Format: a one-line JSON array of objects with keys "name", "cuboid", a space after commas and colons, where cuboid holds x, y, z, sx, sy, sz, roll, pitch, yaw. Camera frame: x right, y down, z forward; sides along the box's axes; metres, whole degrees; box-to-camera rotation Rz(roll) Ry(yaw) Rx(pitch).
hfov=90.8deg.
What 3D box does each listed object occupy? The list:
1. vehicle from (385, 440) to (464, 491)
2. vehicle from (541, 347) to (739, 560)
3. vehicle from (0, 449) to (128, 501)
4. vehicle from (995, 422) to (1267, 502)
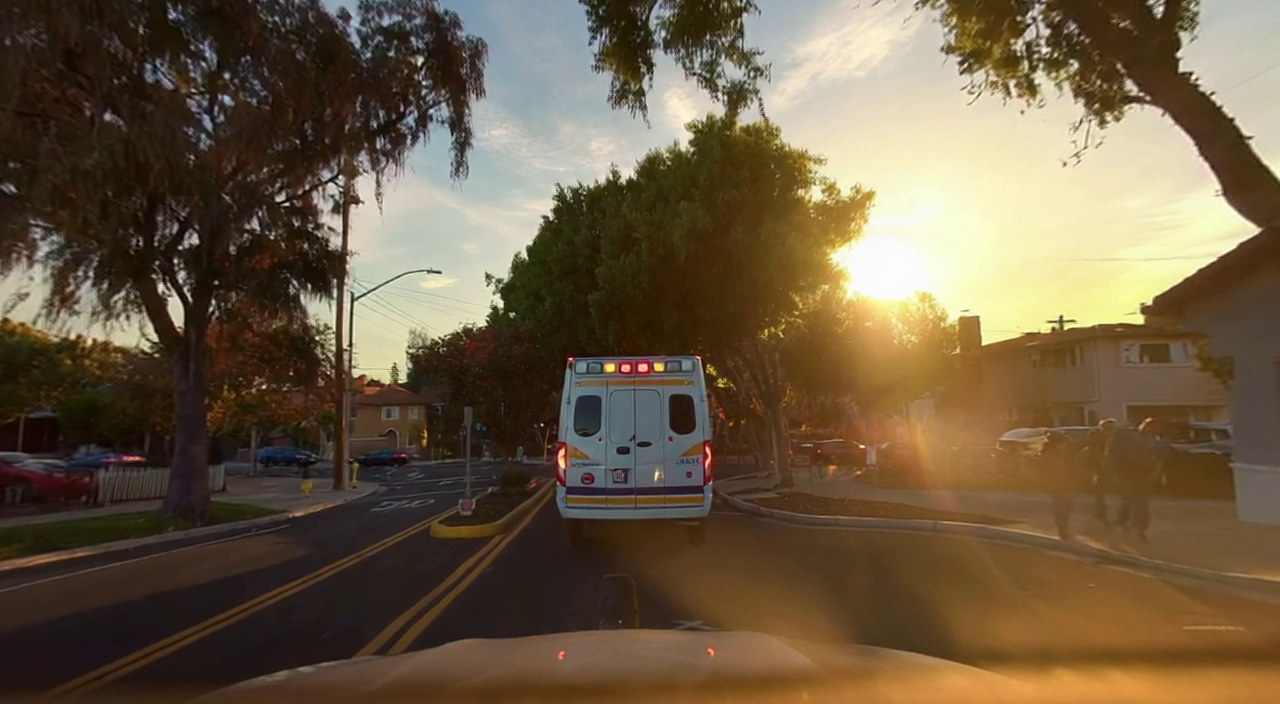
[{"name": "vehicle", "cuboid": [-8.595, 4.384, 24.889, 2.290, 1.776, 4.947, 4, -9, -25]}, {"name": "vehicle", "cuboid": [0.001, 1.648, 10.666, 2.444, 2.640, 5.482, 0, -8, 0]}, {"name": "vehicle", "cuboid": [-18.813, 3.736, 19.389, 4.412, 1.468, 1.914, 0, -8, -3]}, {"name": "vehicle", "cuboid": [13.141, 2.978, 17.382, 5.270, 1.966, 2.329, -2, -9, 11]}]
